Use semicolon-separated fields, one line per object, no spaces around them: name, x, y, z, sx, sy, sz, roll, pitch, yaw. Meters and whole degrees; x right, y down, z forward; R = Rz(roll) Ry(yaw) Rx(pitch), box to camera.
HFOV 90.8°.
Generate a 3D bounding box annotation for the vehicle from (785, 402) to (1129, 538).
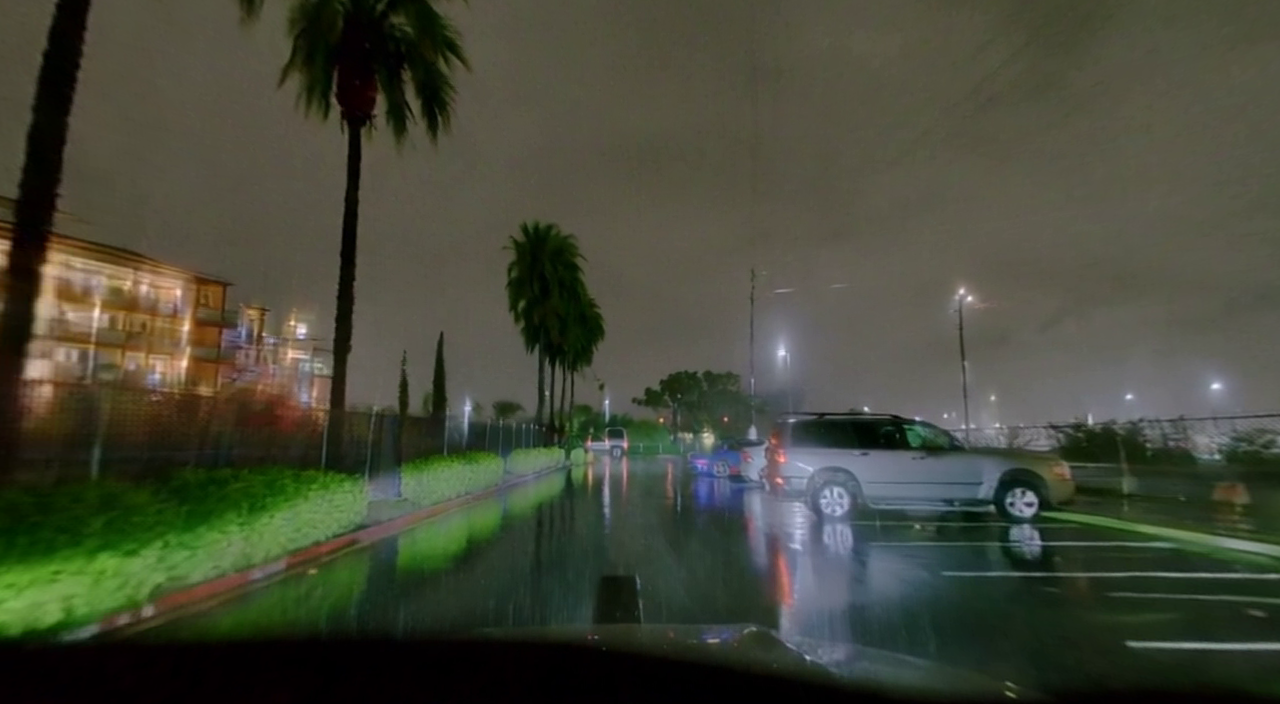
vehicle;4.921;1.886;10.356;4.609;1.734;1.909;3;-8;1
